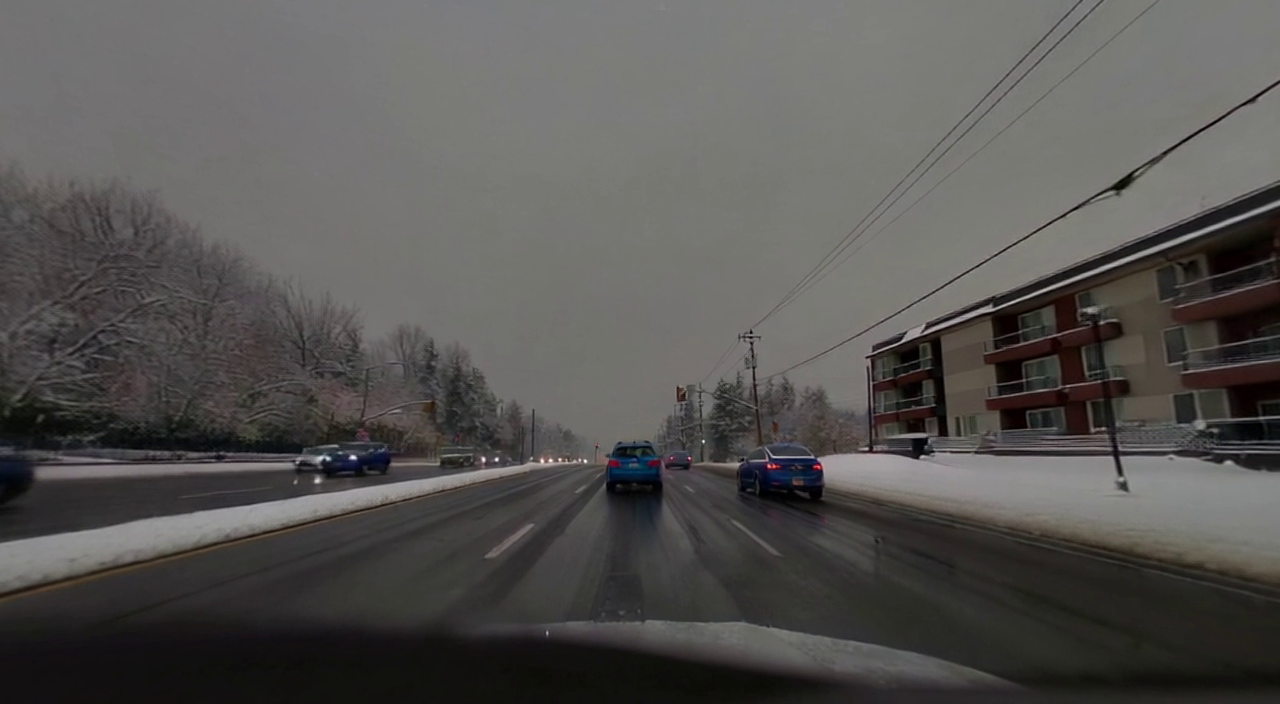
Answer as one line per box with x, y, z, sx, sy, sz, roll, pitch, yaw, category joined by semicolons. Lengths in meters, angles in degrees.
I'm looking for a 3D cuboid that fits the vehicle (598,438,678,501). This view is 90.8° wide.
-0.093;3.369;18.539;2.073;1.606;3.933;0;-8;-1;vehicle

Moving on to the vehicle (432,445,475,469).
-14.388;8.104;49.082;2.064;1.745;4.495;0;-8;-1;vehicle

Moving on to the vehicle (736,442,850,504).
4.199;3.387;18.140;2.086;1.534;4.351;0;-8;-1;vehicle

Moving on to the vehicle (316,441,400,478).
-13.625;5.192;30.864;1.982;1.639;4.553;0;-8;0;vehicle

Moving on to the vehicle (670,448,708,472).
3.147;7.044;41.545;2.054;1.461;4.321;0;-8;-1;vehicle
